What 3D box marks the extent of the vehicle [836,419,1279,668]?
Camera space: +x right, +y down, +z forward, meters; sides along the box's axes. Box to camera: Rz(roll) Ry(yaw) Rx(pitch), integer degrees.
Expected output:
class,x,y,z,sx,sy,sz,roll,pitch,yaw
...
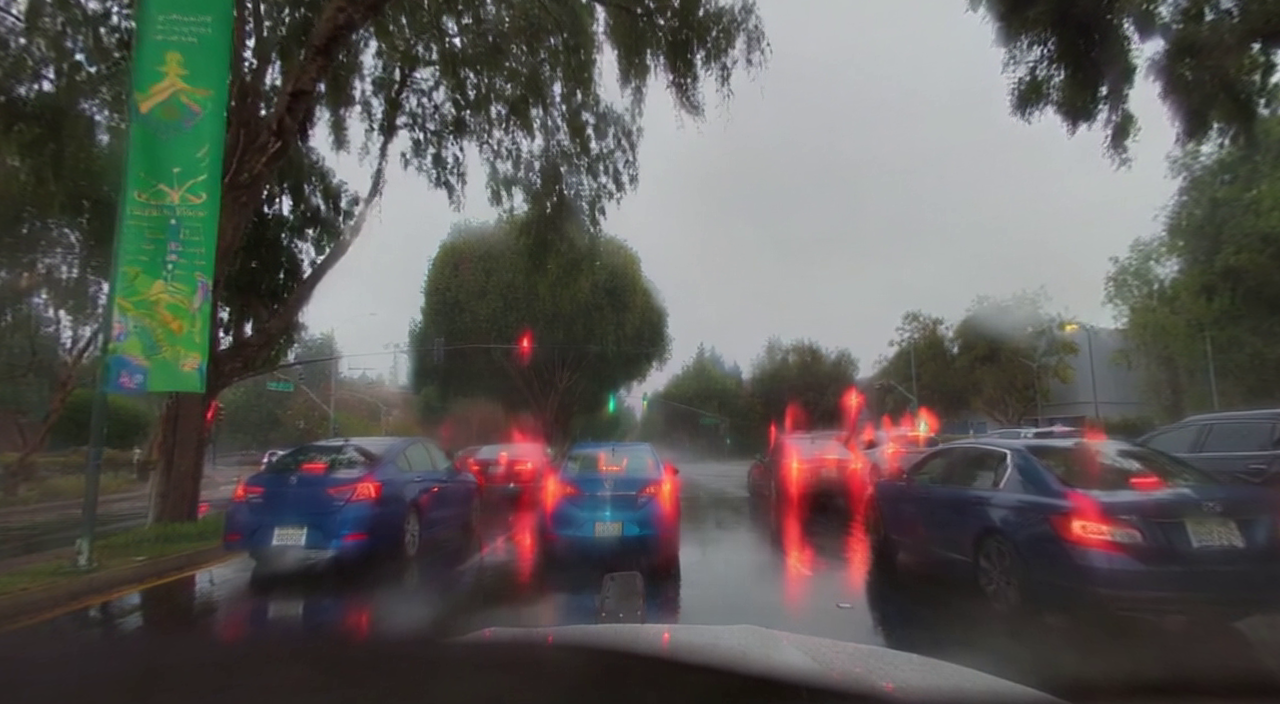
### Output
class,x,y,z,sx,sy,sz,roll,pitch,yaw
vehicle,3.596,1.480,6.073,1.953,1.471,4.470,0,-9,0

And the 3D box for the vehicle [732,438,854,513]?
class,x,y,z,sx,sy,sz,roll,pitch,yaw
vehicle,3.406,2.819,14.873,1.852,1.498,3.825,0,-9,-1

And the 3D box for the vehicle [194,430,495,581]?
class,x,y,z,sx,sy,sz,roll,pitch,yaw
vehicle,-3.370,1.812,8.291,1.929,1.457,4.136,0,-9,0

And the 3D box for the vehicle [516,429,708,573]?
class,x,y,z,sx,sy,sz,roll,pitch,yaw
vehicle,-0.314,1.826,8.456,1.994,1.479,3.647,0,-9,-1
